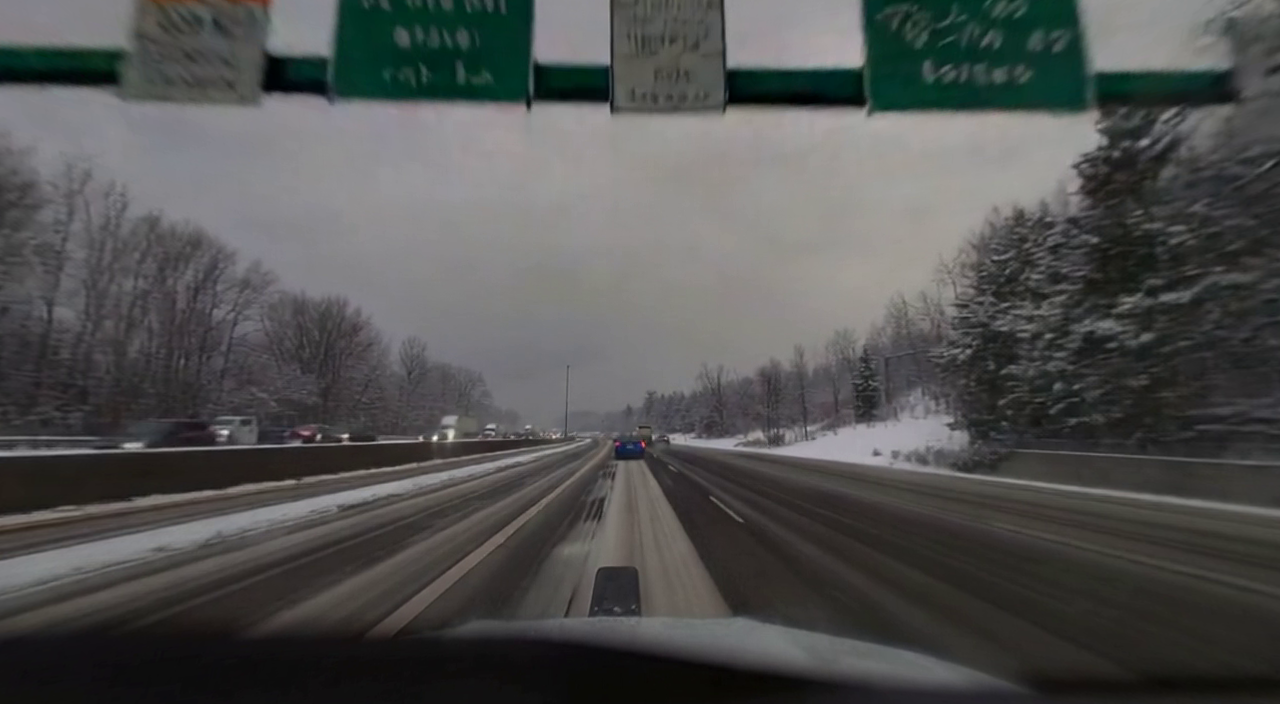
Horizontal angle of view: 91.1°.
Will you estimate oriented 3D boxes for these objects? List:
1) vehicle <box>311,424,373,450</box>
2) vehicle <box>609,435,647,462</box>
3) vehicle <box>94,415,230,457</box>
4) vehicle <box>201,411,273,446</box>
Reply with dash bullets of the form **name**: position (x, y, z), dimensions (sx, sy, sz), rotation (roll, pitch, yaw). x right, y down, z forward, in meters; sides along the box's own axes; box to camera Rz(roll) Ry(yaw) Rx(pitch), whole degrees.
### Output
- **vehicle**: position (-18.030, 5.187, 38.232), dimensions (1.874, 1.504, 3.926), rotation (0, -8, -1)
- **vehicle**: position (-0.749, 5.687, 37.268), dimensions (2.121, 1.445, 4.187), rotation (0, -8, -2)
- **vehicle**: position (-18.559, 3.307, 24.715), dimensions (1.953, 1.511, 4.353), rotation (0, -8, -1)
- **vehicle**: position (-30.519, 5.856, 47.747), dimensions (2.277, 2.498, 4.662), rotation (0, -8, 0)
